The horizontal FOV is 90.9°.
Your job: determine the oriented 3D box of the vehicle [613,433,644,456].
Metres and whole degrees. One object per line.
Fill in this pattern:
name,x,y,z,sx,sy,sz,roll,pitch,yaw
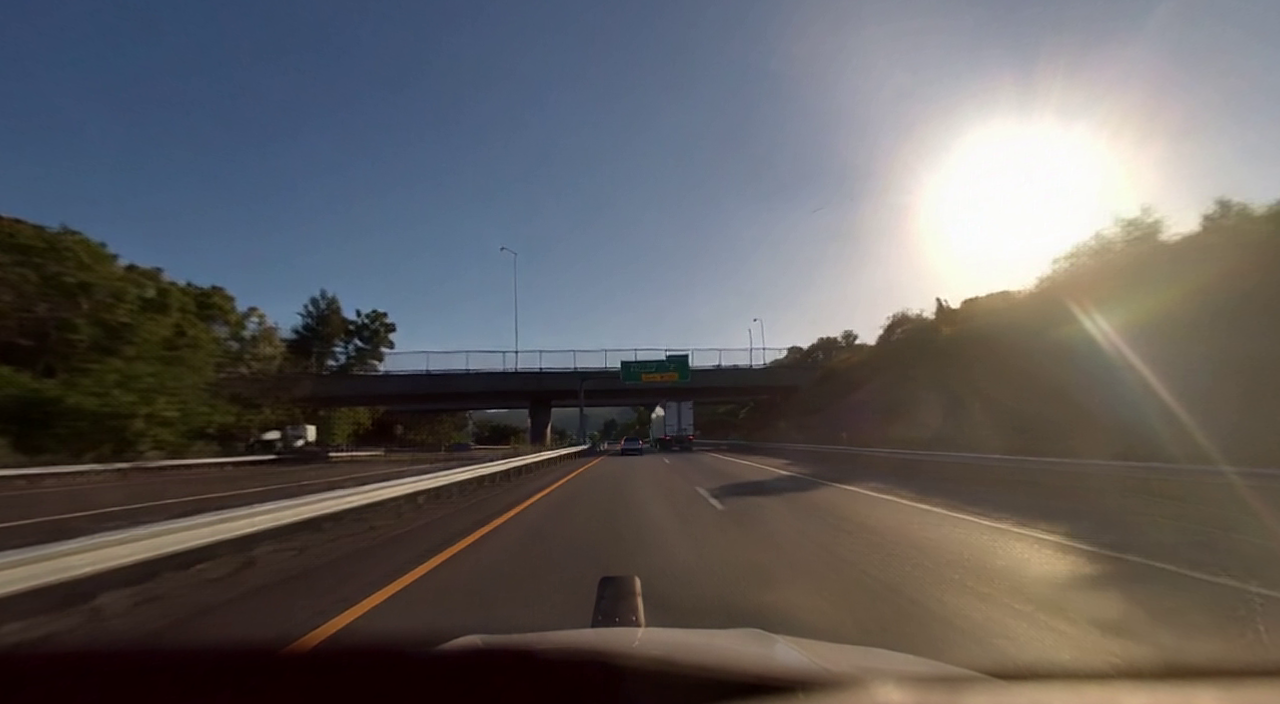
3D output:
vehicle,-0.803,6.559,44.870,2.095,1.557,3.963,0,-8,-1
